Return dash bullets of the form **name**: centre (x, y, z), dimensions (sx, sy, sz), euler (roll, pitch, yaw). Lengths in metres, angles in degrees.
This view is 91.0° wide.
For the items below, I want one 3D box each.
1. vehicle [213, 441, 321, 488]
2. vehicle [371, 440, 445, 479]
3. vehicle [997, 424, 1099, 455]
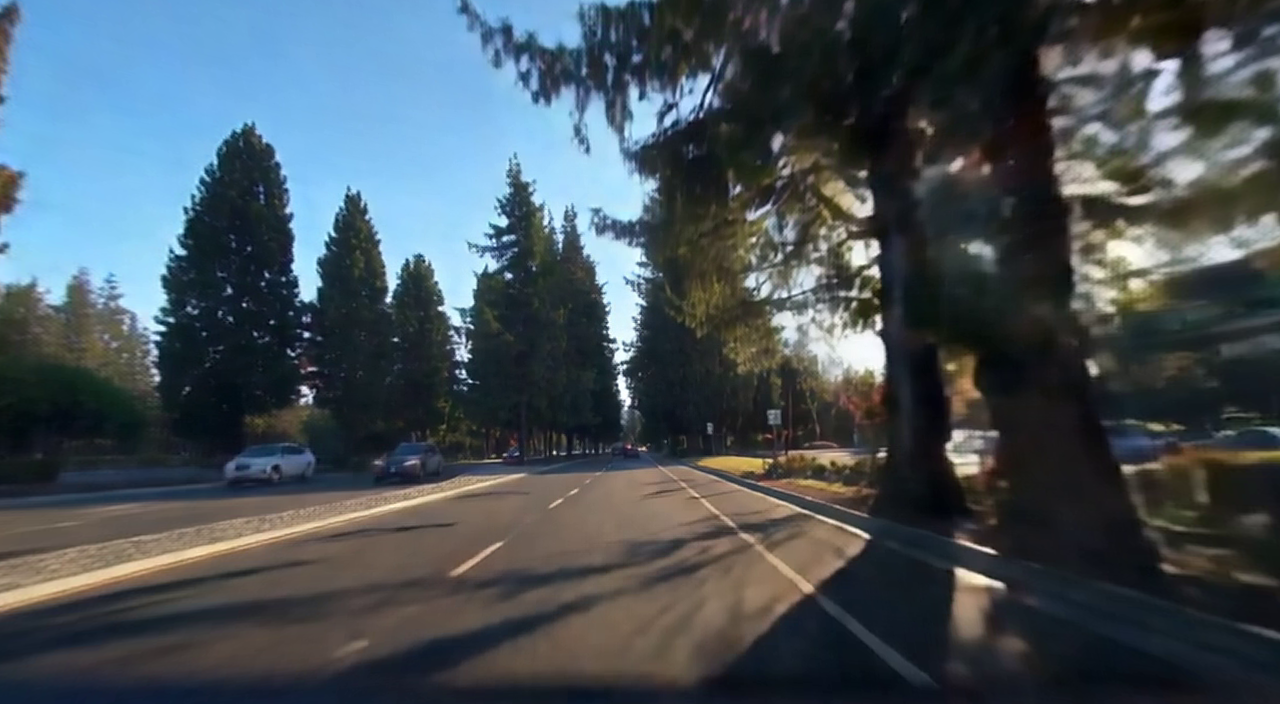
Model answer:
- **vehicle**: centre (-15.367, 4.630, 26.210), dimensions (1.938, 1.775, 4.137), euler (0, -9, 0)
- **vehicle**: centre (-11.944, 5.558, 32.797), dimensions (2.146, 1.847, 4.437), euler (0, -9, 0)
- **vehicle**: centre (25.303, 5.477, 39.155), dimensions (4.814, 1.804, 1.980), euler (-1, -9, 1)
